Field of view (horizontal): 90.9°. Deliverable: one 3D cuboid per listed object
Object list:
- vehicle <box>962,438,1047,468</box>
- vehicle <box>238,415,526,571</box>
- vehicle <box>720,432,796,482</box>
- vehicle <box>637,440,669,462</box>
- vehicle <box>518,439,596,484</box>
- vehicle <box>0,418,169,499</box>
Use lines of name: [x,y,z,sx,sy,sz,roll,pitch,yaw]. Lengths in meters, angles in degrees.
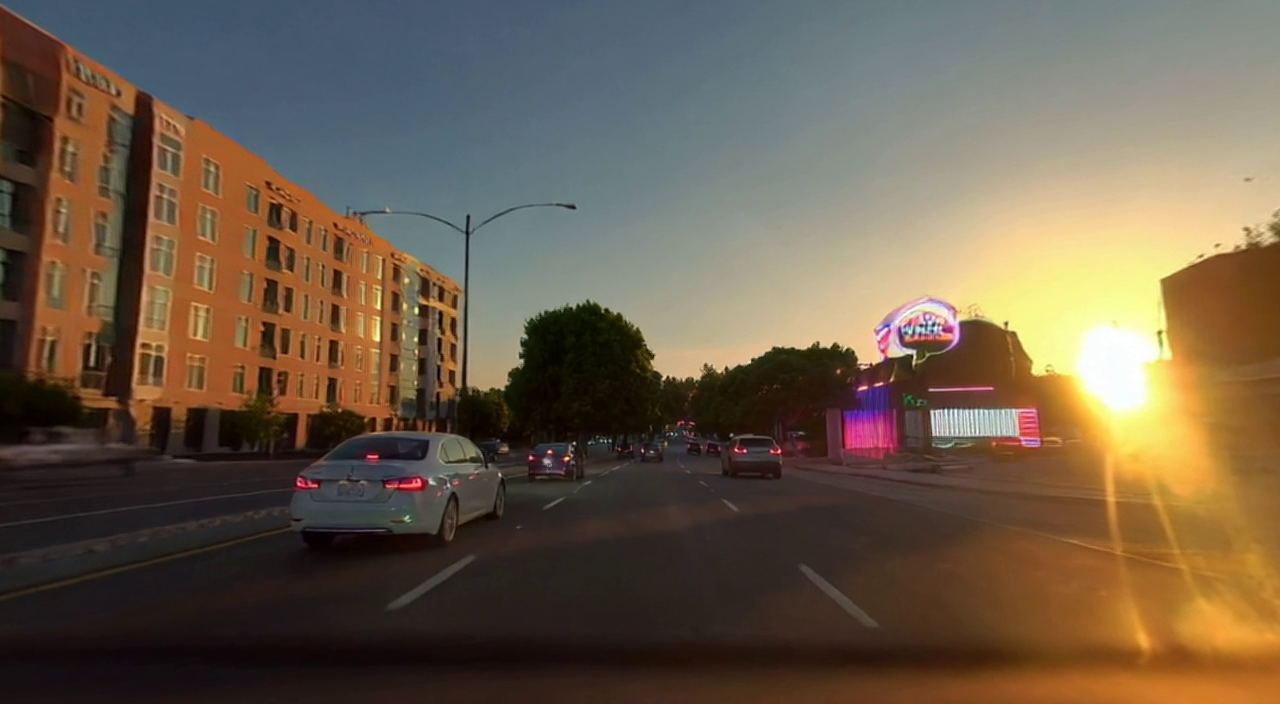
vehicle: [18.300,5.062,31.707,3.368,1.389,1.595,1,-8,-10]
vehicle: [-3.017,1.755,8.675,2.118,1.568,4.436,0,-8,-1]
vehicle: [4.334,3.927,23.877,2.103,1.699,4.171,0,-8,0]
vehicle: [0.981,7.075,45.042,2.164,1.477,3.988,-1,-8,2]
vehicle: [-2.845,3.852,22.547,1.980,1.454,4.226,-1,-8,3]
vehicle: [-15.600,2.779,16.772,2.180,1.824,4.922,-1,-8,2]
